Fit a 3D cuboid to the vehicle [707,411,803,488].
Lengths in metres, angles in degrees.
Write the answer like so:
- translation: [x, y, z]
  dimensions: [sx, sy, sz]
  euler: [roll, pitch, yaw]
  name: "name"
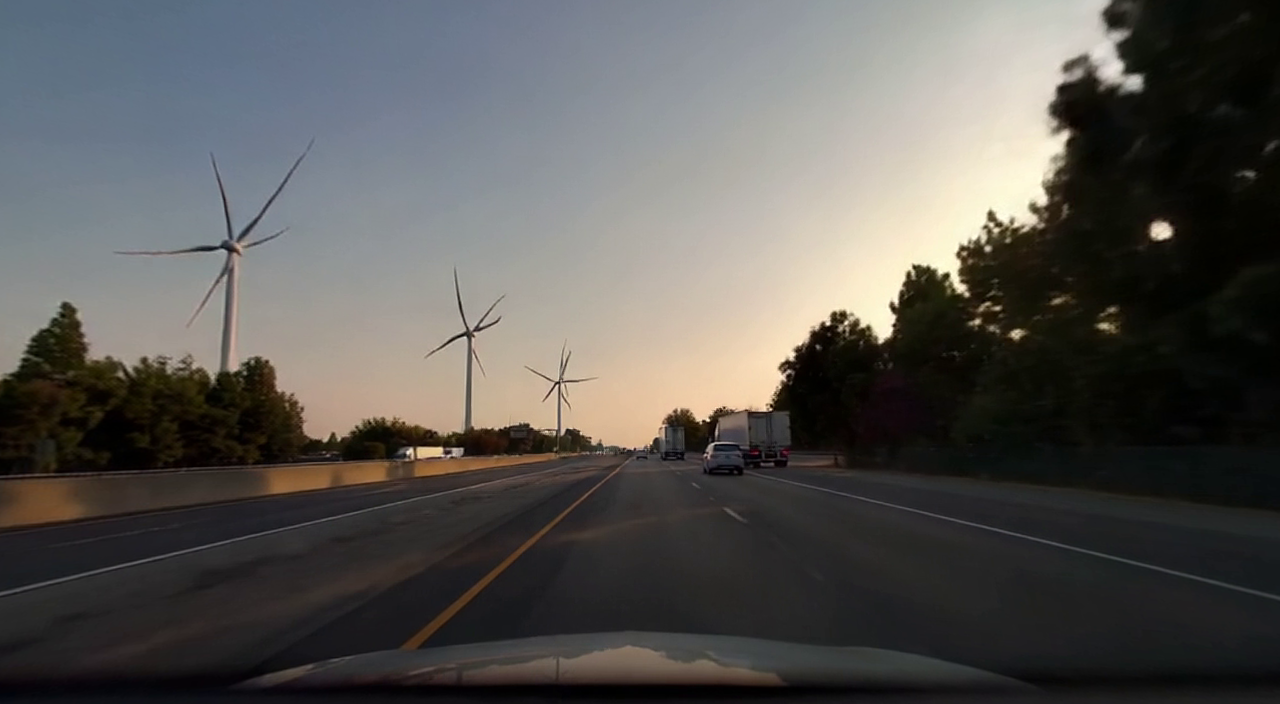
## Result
- translation: [4.325, 3.864, 24.932]
  dimensions: [2.609, 2.648, 5.397]
  euler: [0, -9, -2]
  name: "vehicle"
